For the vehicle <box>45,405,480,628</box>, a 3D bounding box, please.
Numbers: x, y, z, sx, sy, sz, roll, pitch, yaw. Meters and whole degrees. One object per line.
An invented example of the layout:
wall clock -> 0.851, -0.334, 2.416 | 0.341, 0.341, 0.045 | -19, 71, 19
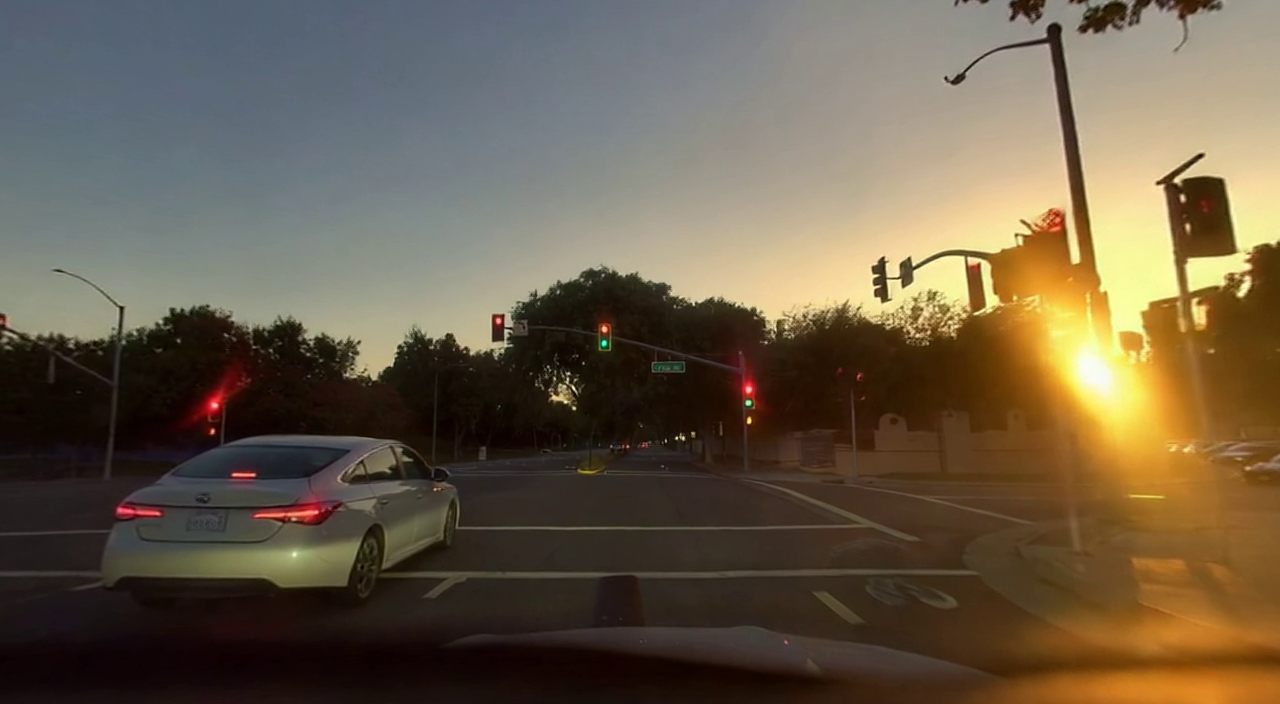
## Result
vehicle -> -3.311, 1.528, 6.907 | 2.076, 1.599, 4.483 | 0, -9, -2
